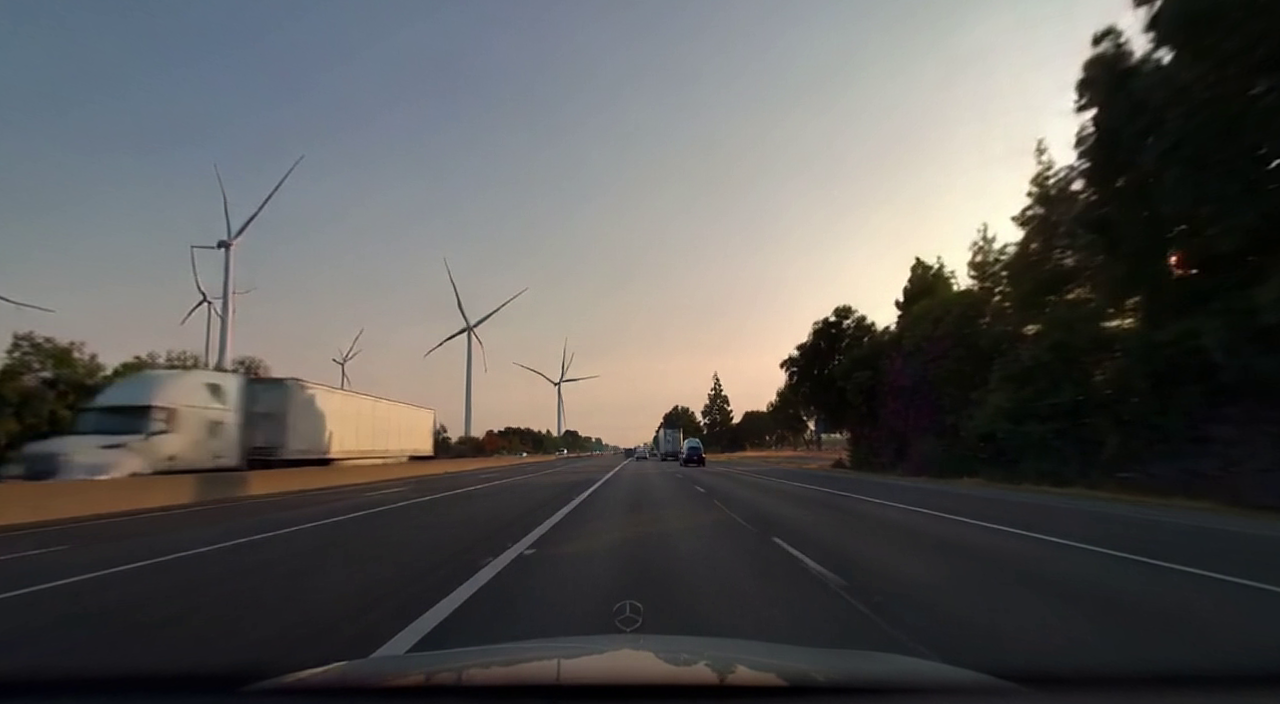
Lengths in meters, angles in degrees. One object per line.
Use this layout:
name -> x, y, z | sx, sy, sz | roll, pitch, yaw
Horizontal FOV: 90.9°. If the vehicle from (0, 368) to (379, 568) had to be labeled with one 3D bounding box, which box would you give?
vehicle -> -8.193, 2.205, 12.583 | 2.700, 2.772, 7.443 | 0, -9, 0
